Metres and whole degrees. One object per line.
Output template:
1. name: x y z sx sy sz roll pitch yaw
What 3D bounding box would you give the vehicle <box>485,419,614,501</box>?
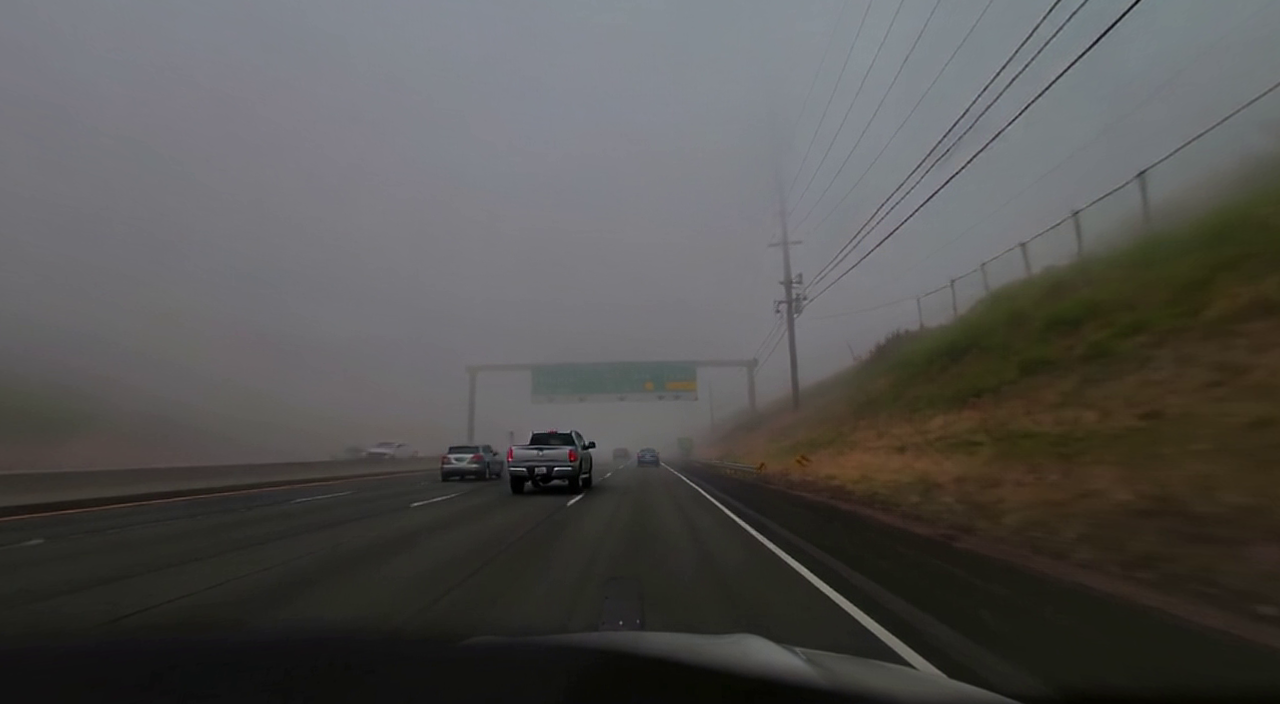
1. vehicle: -2.446 3.231 19.309 2.972 2.087 6.126 0 -9 1

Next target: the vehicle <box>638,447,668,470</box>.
1. vehicle: 0.851 7.445 44.295 2.025 1.485 4.310 0 -9 0

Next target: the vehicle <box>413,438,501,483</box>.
1. vehicle: -7.458 4.474 26.270 2.143 1.688 4.776 0 -9 1

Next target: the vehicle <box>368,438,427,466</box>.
1. vehicle: -16.490 6.809 43.087 2.166 1.769 4.617 0 -9 0
